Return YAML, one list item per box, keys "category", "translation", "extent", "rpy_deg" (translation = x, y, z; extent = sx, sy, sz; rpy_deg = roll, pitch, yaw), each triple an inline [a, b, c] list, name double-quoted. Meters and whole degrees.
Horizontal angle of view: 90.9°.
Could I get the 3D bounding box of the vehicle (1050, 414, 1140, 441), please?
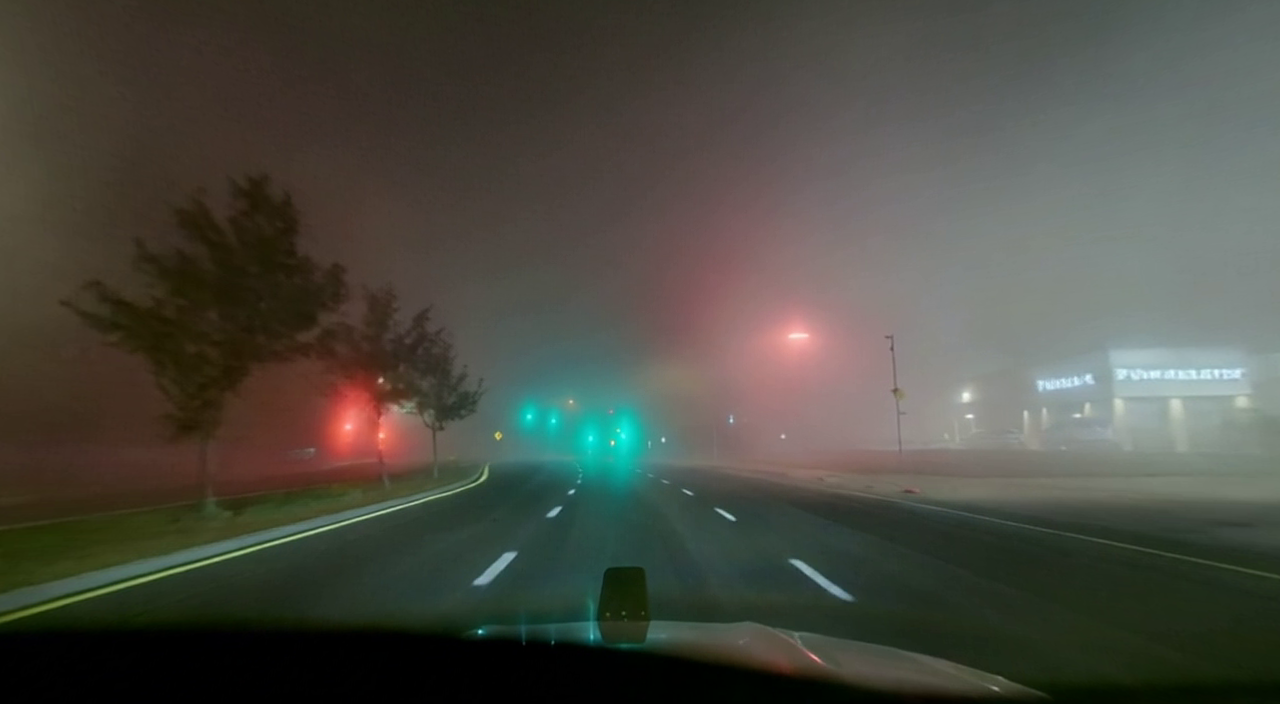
- category: "vehicle"
  translation: [27.206, 4.596, 37.878]
  extent: [1.808, 1.485, 4.467]
  rpy_deg: [1, -8, -5]
